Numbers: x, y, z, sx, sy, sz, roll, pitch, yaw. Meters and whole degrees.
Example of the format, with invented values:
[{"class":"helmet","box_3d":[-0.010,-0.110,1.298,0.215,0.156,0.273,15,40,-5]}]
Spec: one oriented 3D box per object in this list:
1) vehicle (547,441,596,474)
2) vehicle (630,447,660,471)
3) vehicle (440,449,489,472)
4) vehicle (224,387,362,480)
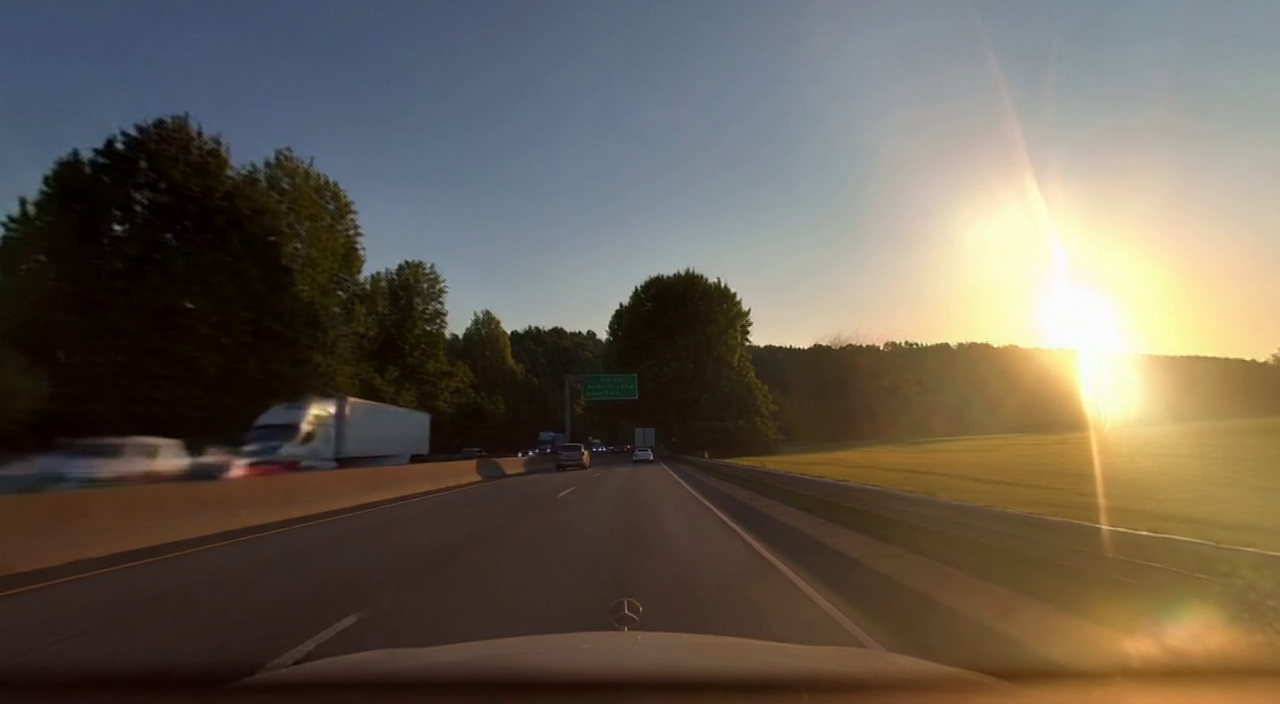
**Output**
[{"class":"vehicle","box_3d":[-3.696,5.851,35.134,2.097,1.722,4.808,0,-9,1]},{"class":"vehicle","box_3d":[0.314,6.820,40.228,1.853,1.436,3.438,0,-9,0]},{"class":"vehicle","box_3d":[-11.611,7.178,41.929,1.918,1.396,4.332,0,-9,1]},{"class":"vehicle","box_3d":[-15.848,3.844,29.417,2.912,3.866,5.822,0,-9,0]}]
